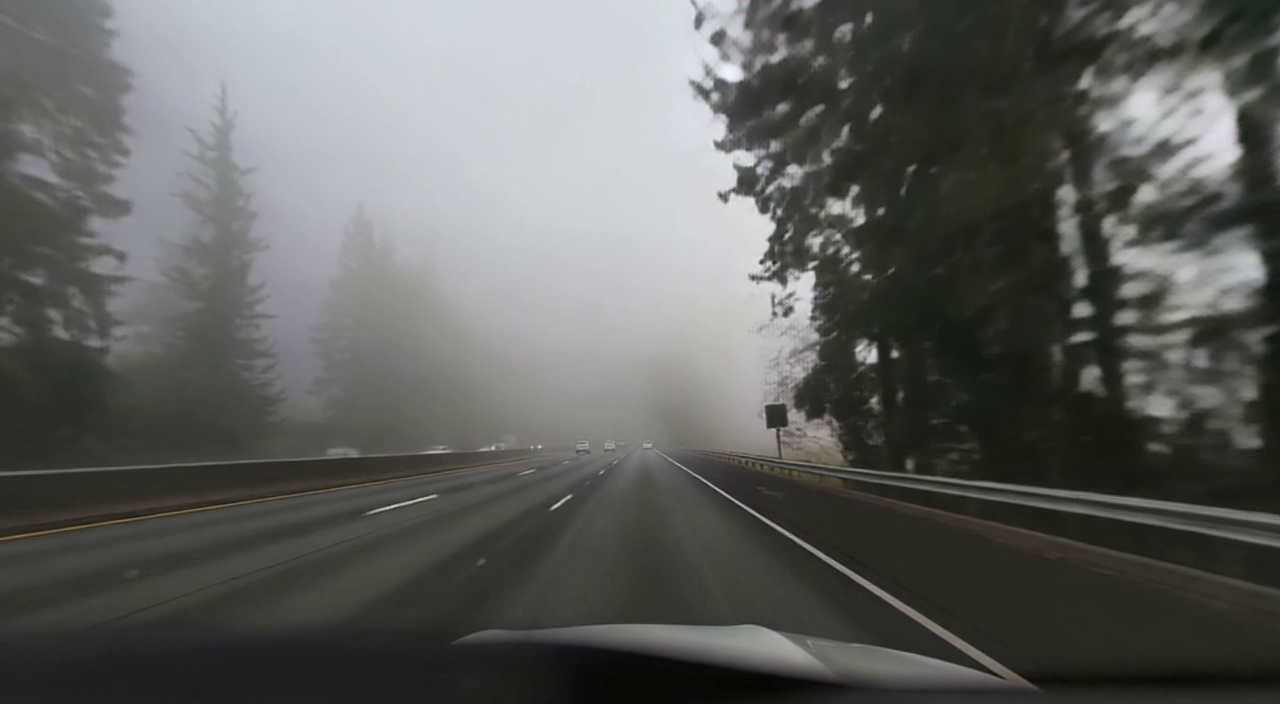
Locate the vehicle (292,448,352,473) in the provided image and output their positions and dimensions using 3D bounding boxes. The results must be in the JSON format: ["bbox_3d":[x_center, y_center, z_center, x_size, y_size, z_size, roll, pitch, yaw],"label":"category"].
[{"bbox_3d":[-19.146,6.519,38.086,1.683,1.420,3.650,0,-8,1],"label":"vehicle"}]
